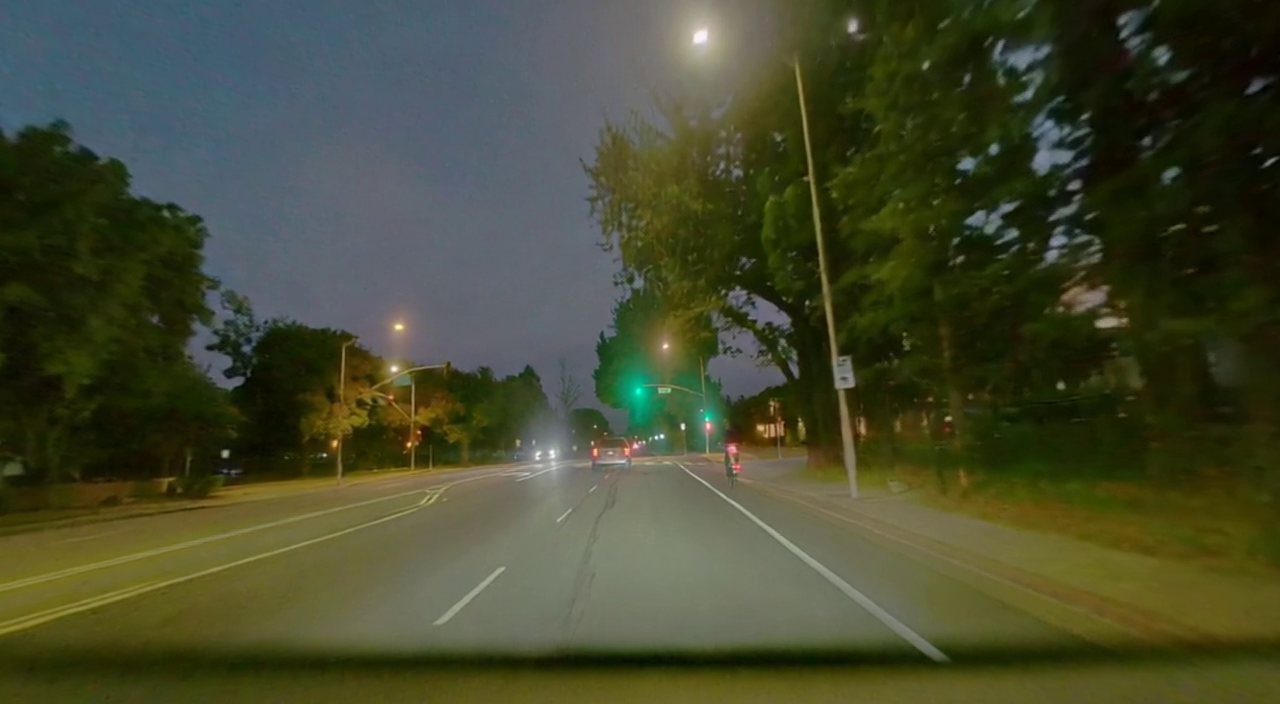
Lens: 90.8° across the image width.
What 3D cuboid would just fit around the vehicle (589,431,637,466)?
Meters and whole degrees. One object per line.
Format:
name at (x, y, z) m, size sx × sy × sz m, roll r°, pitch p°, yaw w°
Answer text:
vehicle at (-1.420, 5.326, 35.089) m, size 2.215 × 1.799 × 4.426 m, roll -1°, pitch -8°, yaw 3°

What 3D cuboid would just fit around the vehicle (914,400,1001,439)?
vehicle at (15.543, 3.405, 31.256) m, size 1.982 × 1.705 × 4.677 m, roll -1°, pitch -8°, yaw 3°
